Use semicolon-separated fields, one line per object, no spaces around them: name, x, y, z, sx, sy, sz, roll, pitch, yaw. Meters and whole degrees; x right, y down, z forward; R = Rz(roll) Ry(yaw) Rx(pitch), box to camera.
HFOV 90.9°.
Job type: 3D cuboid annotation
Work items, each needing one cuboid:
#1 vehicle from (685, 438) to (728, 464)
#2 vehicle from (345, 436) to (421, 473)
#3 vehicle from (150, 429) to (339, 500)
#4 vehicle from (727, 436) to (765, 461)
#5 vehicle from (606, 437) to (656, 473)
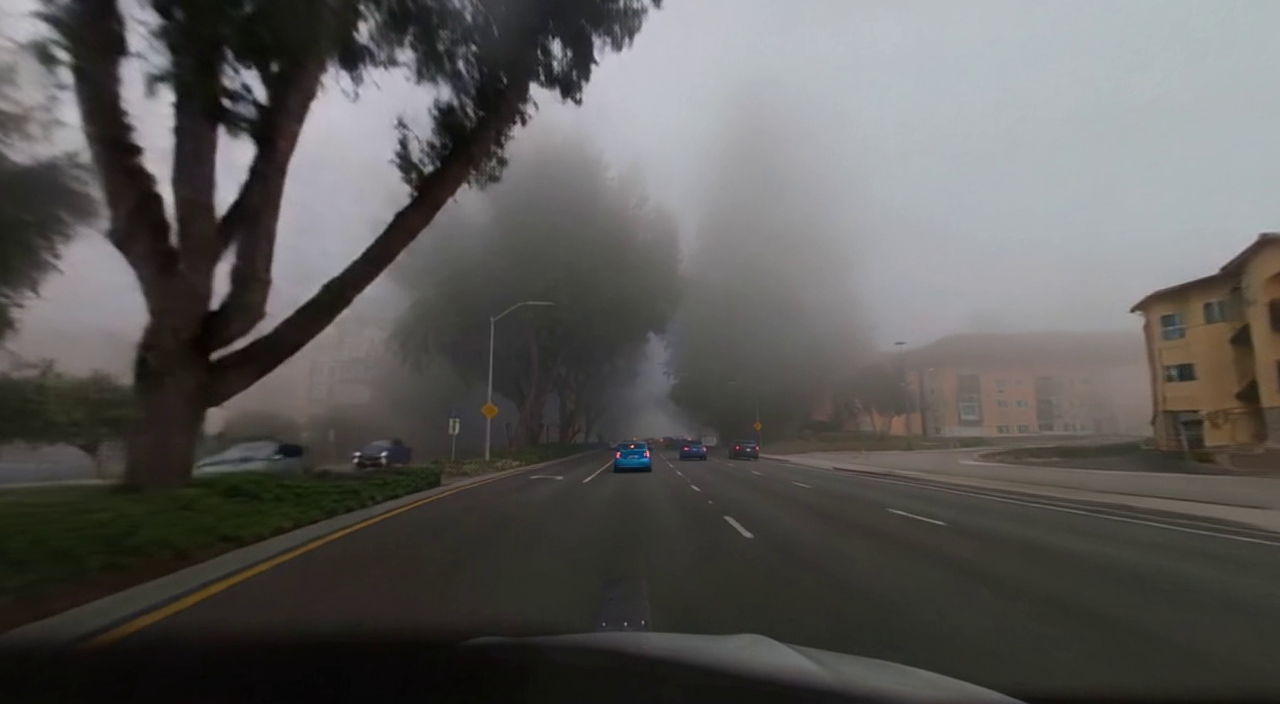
vehicle;3.993;6.042;38.682;2.067;1.514;4.188;0;-8;-1
vehicle;-14.064;5.618;34.809;2.156;1.889;4.750;0;-8;1
vehicle;-10.472;3.008;17.249;2.071;1.645;4.654;0;-8;1
vehicle;7.615;6.970;45.651;1.972;1.700;4.269;0;-8;0
vehicle;-0.363;4.567;28.131;2.102;1.481;3.907;0;-8;0
